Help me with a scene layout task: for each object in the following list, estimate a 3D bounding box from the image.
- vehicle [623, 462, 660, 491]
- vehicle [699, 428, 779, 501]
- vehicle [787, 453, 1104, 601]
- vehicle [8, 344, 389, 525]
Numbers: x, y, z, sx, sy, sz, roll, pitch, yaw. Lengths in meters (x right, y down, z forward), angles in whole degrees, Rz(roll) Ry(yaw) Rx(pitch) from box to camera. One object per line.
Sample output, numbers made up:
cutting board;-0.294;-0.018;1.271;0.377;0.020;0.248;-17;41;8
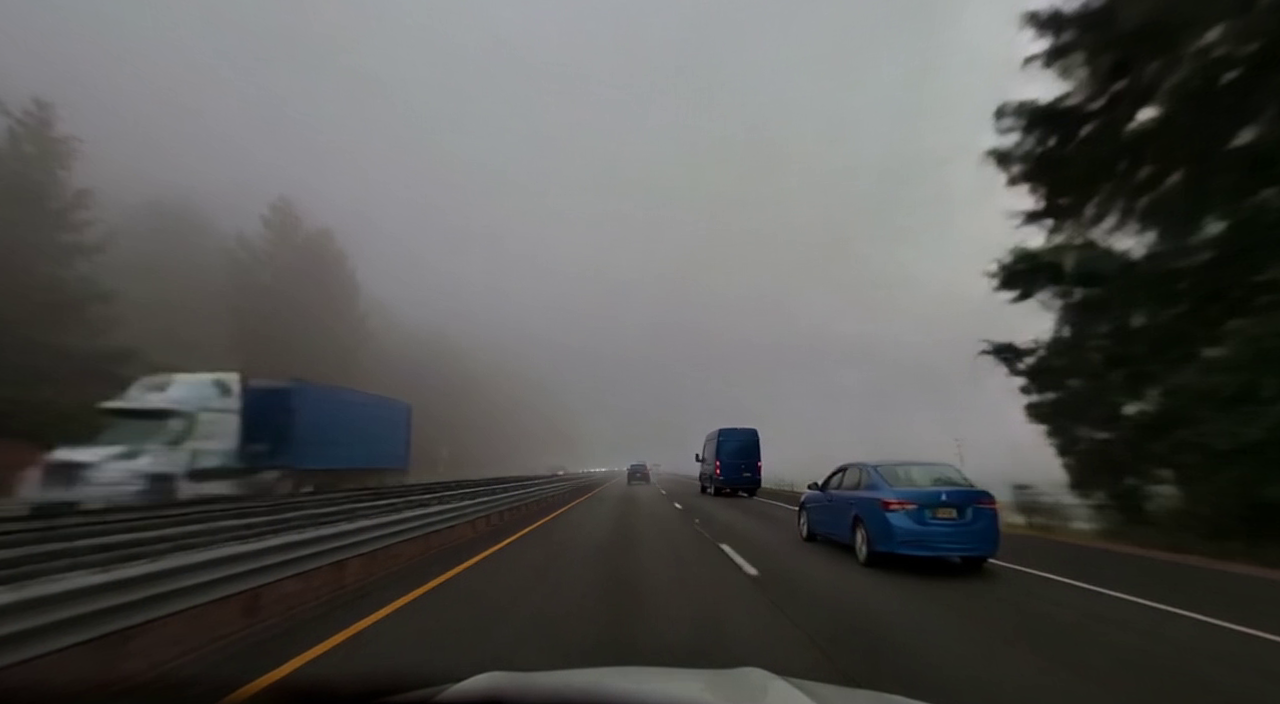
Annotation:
vehicle;0.102;7.959;40.395;2.212;1.717;4.452;0;-10;0
vehicle;4.431;5.324;29.749;2.563;2.975;6.941;1;-11;-1
vehicle;3.829;2.322;9.229;2.073;1.532;4.969;1;-11;-1
vehicle;-12.975;3.112;21.481;3.062;4.226;13.286;0;-11;1
